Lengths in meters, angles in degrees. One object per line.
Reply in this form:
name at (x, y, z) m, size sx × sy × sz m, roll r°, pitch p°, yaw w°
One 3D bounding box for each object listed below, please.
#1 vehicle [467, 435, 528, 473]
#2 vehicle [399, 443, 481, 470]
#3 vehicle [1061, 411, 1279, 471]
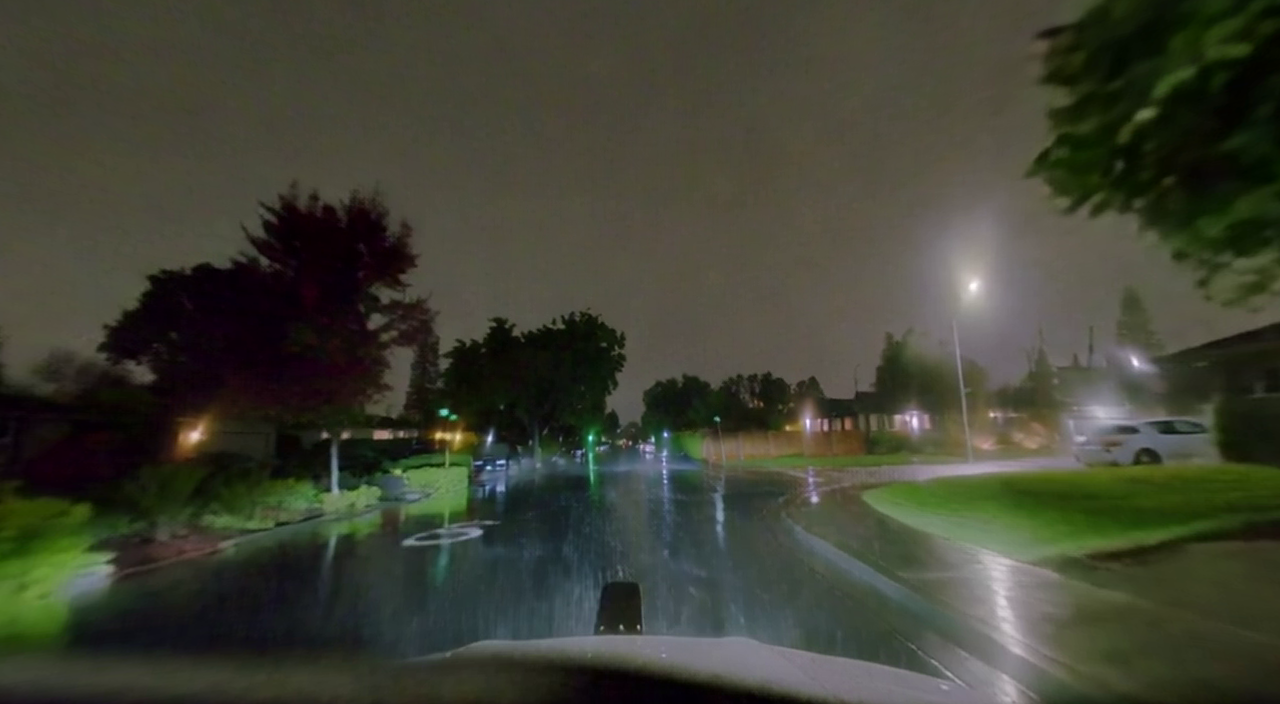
vehicle at (-7.638, 5.563, 34.438) m, size 2.091 × 1.912 × 4.598 m, roll 0°, pitch -9°, yaw 2°
vehicle at (-12.597, 6.596, 40.019) m, size 4.538 × 1.578 × 2.000 m, roll 0°, pitch -8°, yaw 1°
vehicle at (13.691, 2.312, 16.417) m, size 4.086 × 1.450 × 1.830 m, roll -1°, pitch -8°, yaw 4°
